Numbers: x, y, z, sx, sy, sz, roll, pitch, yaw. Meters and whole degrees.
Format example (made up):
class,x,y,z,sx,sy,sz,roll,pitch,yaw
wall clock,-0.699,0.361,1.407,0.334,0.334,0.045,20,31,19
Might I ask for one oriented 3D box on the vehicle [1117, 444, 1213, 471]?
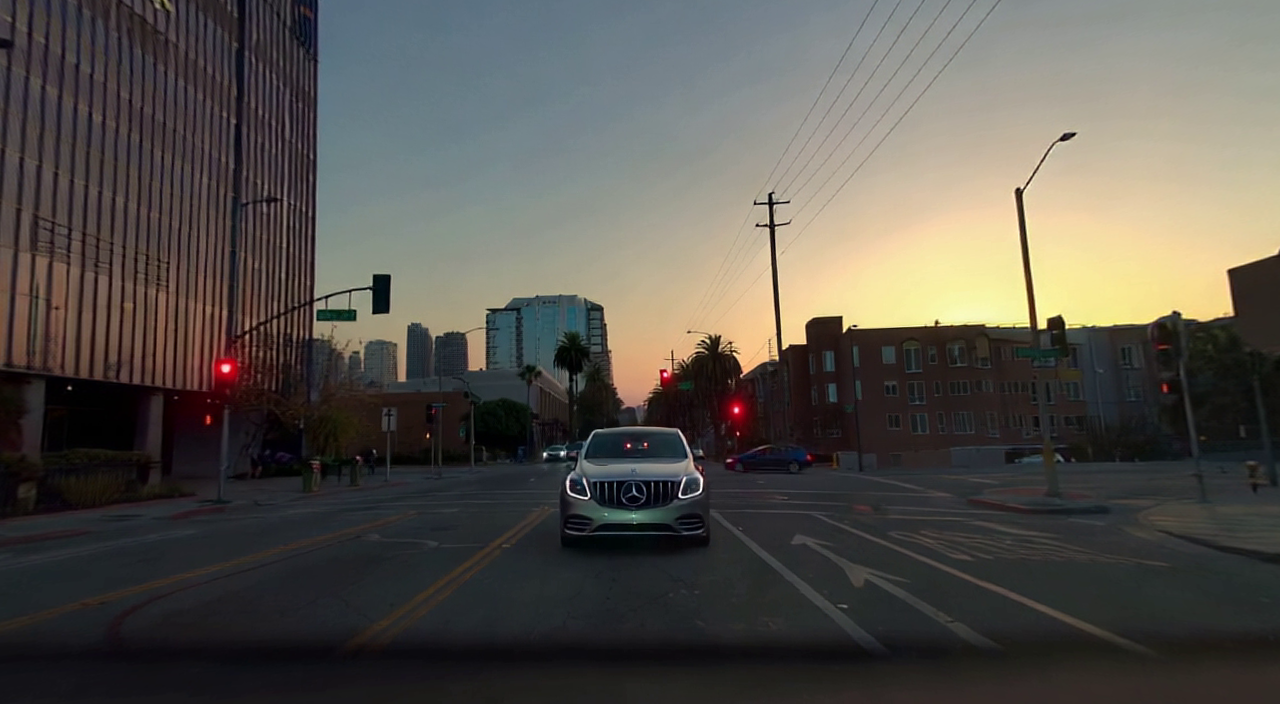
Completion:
class,x,y,z,sx,sy,sz,roll,pitch,yaw
vehicle,32.161,6.467,38.775,4.234,1.613,1.812,0,-8,-1

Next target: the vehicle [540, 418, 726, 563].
class,x,y,z,sx,sy,sz,roll,pitch,yaw
vehicle,-0.084,1.875,9.228,2.144,1.643,3.770,0,-8,0

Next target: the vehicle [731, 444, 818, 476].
class,x,y,z,sx,sy,sz,roll,pitch,yaw
vehicle,8.035,6.440,37.912,4.649,1.760,2.029,-5,-10,30

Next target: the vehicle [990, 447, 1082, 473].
class,x,y,z,sx,sy,sz,roll,pitch,yaw
vehicle,24.197,6.596,38.678,4.417,1.462,1.761,0,-8,-1
